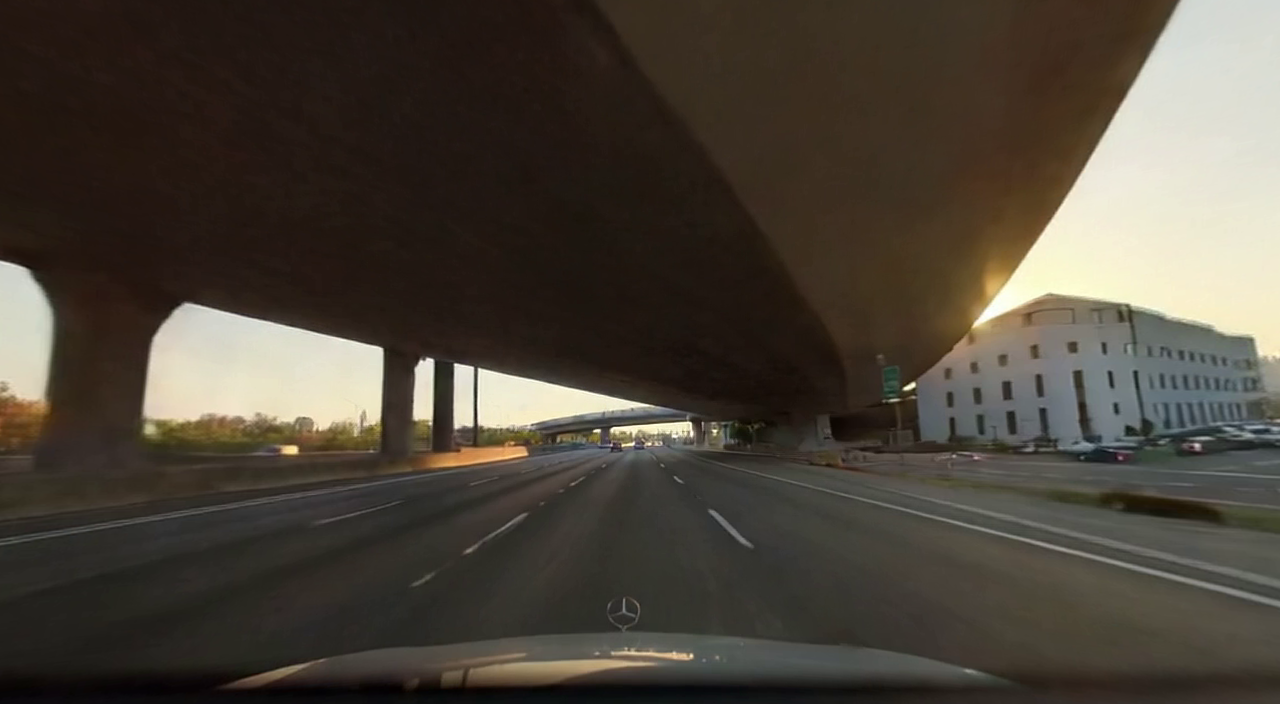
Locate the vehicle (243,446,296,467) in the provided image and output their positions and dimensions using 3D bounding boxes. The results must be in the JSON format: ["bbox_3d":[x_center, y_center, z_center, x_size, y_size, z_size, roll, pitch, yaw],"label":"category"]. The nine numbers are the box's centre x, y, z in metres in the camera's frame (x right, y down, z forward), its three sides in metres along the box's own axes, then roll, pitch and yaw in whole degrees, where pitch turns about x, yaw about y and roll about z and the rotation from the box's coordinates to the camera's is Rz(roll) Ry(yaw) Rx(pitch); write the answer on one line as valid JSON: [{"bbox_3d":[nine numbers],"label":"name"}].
[{"bbox_3d":[-29.058,8.174,49.659,1.717,1.525,3.814,0,-8,1],"label":"vehicle"}]
